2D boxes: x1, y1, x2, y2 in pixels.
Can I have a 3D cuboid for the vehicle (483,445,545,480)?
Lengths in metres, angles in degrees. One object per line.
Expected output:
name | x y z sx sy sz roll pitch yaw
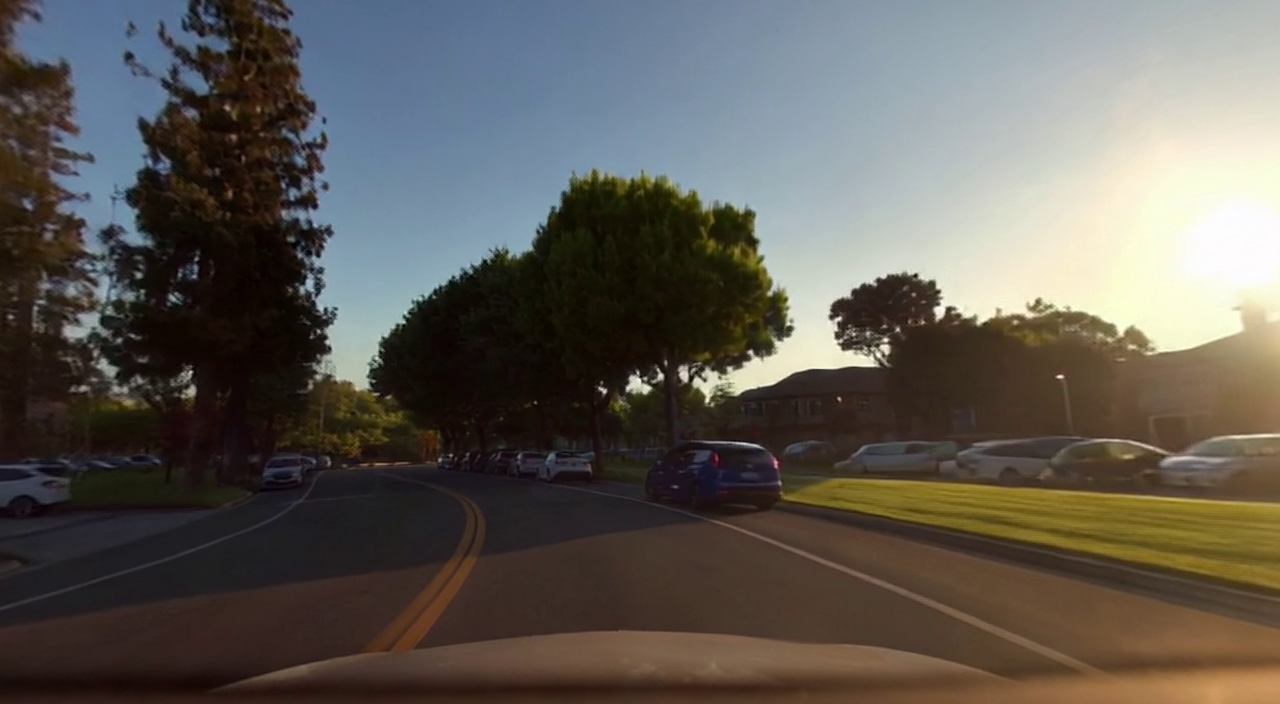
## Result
vehicle | -6.992 6.025 34.741 2.055 1.731 4.686 5 -10 -27

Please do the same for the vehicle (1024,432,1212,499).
vehicle | 12.277 2.876 16.244 4.225 1.517 2.036 5 -10 -26

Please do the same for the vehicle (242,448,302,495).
vehicle | -17.227 5.530 29.786 2.154 1.870 5.118 1 -8 -27

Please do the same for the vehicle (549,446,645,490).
vehicle | -1.786 4.444 24.695 2.053 1.519 4.611 5 -10 -28

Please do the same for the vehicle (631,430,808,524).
vehicle | 1.638 2.827 15.372 2.042 1.817 5.202 3 -7 -21

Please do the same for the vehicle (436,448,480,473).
vehicle | -14.184 8.362 48.946 2.137 1.814 5.303 5 -10 -27

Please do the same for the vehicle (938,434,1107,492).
vehicle | 11.241 3.237 18.560 4.433 1.513 2.001 4 -10 -25

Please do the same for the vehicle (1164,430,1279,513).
vehicle | 14.043 2.560 14.070 4.243 1.470 2.010 0 -10 -28
